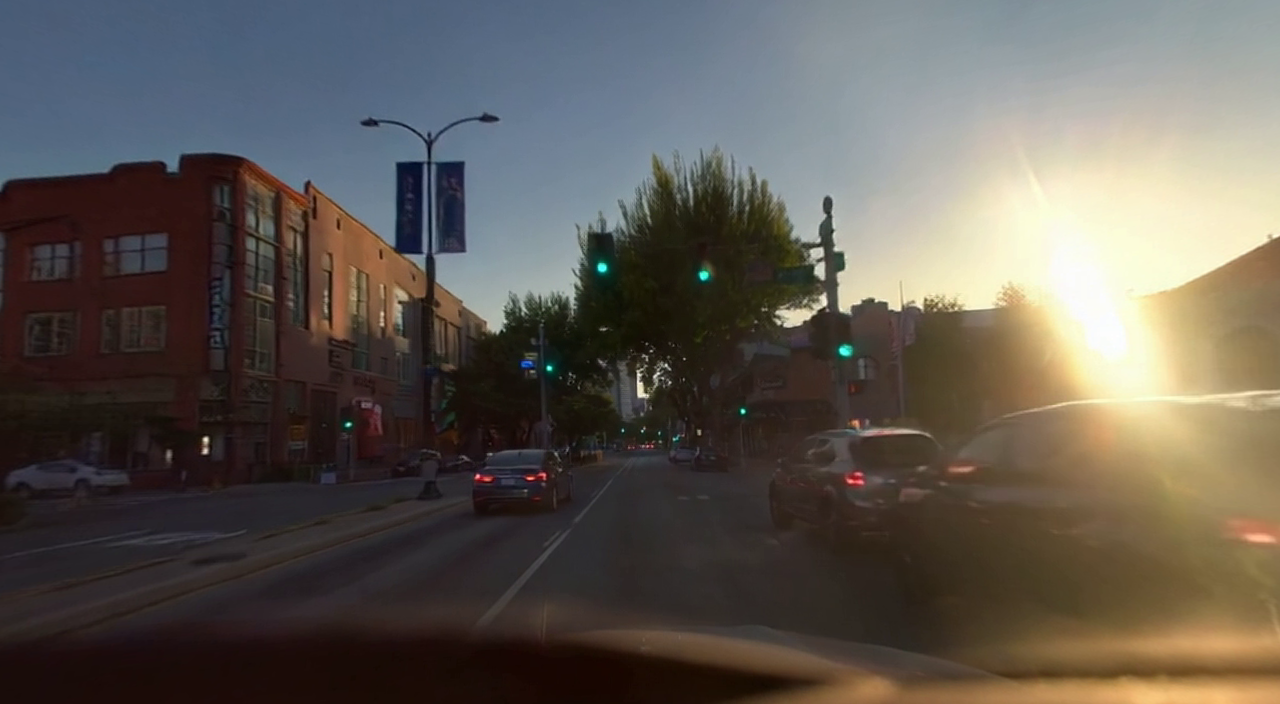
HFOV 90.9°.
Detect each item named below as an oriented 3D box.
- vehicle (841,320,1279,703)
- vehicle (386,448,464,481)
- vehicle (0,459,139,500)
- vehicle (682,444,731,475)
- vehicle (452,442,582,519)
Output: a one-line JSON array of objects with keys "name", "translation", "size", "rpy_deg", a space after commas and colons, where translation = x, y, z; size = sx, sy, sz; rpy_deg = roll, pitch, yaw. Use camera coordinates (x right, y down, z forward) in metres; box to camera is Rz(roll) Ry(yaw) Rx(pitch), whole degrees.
[{"name": "vehicle", "translation": [3.065, 1.050, 3.881], "size": [1.997, 1.773, 4.657], "rpy_deg": [0, -8, -1]}, {"name": "vehicle", "translation": [-12.323, 6.360, 35.985], "size": [4.737, 1.741, 2.092], "rpy_deg": [-8, -11, 42]}, {"name": "vehicle", "translation": [-23.732, 5.246, 26.029], "size": [4.358, 1.522, 1.970], "rpy_deg": [-1, -8, 2]}, {"name": "vehicle", "translation": [3.396, 5.564, 32.983], "size": [1.950, 1.462, 4.807], "rpy_deg": [0, -8, -1]}, {"name": "vehicle", "translation": [-2.563, 2.794, 14.307], "size": [2.030, 1.436, 4.388], "rpy_deg": [-1, -8, 1]}]
